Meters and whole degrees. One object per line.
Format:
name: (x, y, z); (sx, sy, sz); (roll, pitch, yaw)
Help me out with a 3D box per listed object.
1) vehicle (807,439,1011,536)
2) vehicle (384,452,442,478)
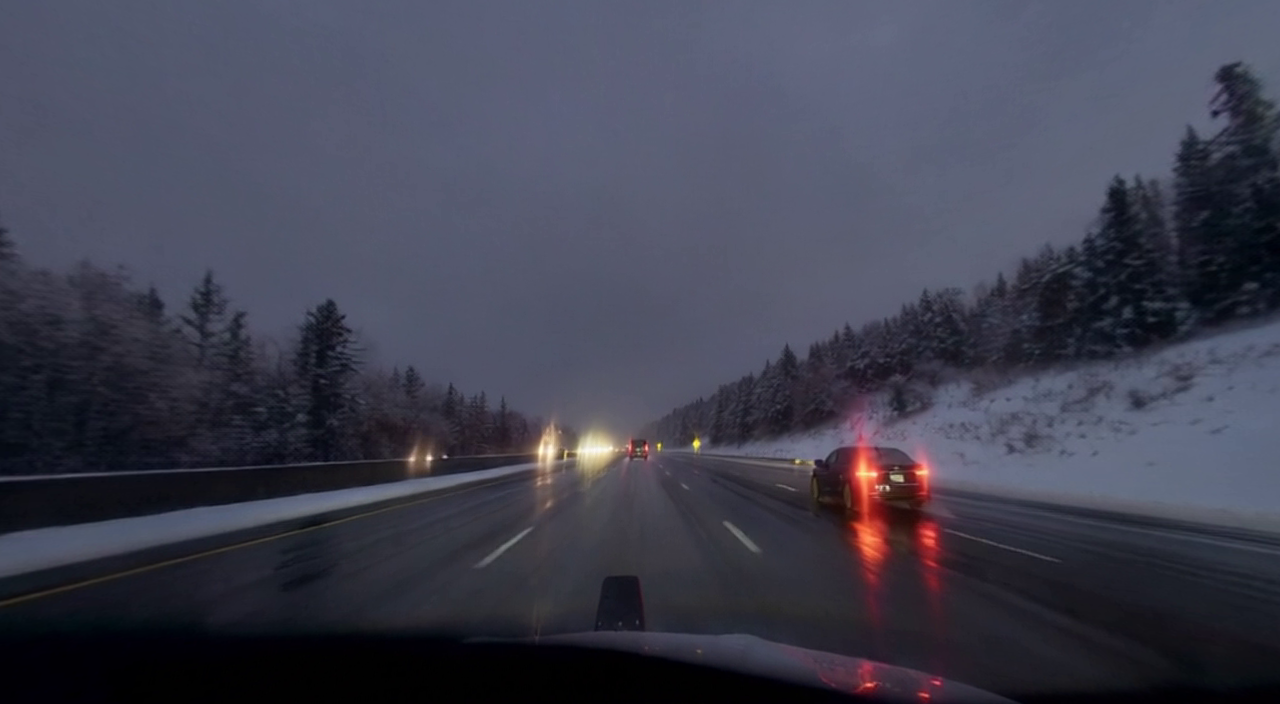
vehicle: (4.792, 2.464, 12.035); (1.976, 1.495, 4.217); (0, -9, -1)
vehicle: (-14.644, 7.303, 40.880); (1.916, 1.526, 4.581); (0, -9, 1)
